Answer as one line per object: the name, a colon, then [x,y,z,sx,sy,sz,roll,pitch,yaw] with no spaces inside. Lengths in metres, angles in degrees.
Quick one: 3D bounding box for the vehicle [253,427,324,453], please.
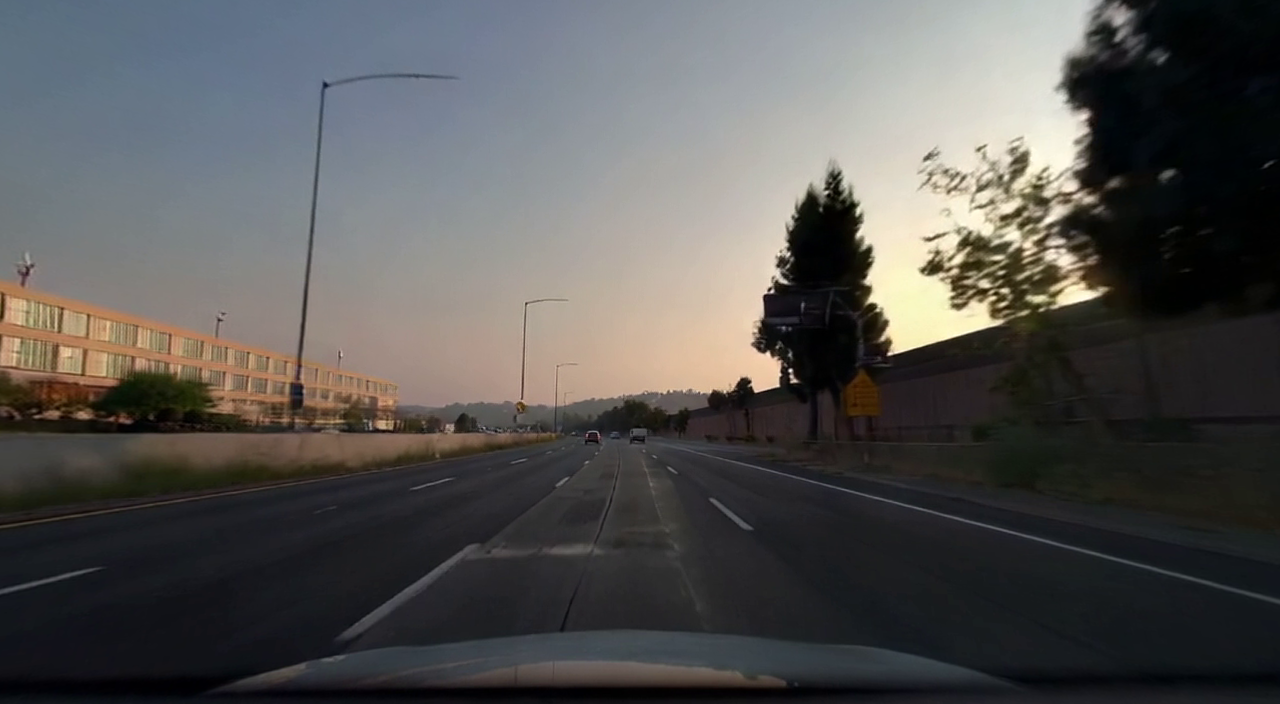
vehicle: [-21.457,5.407,38.629,1.826,1.483,4.553,0,-8,-1]
